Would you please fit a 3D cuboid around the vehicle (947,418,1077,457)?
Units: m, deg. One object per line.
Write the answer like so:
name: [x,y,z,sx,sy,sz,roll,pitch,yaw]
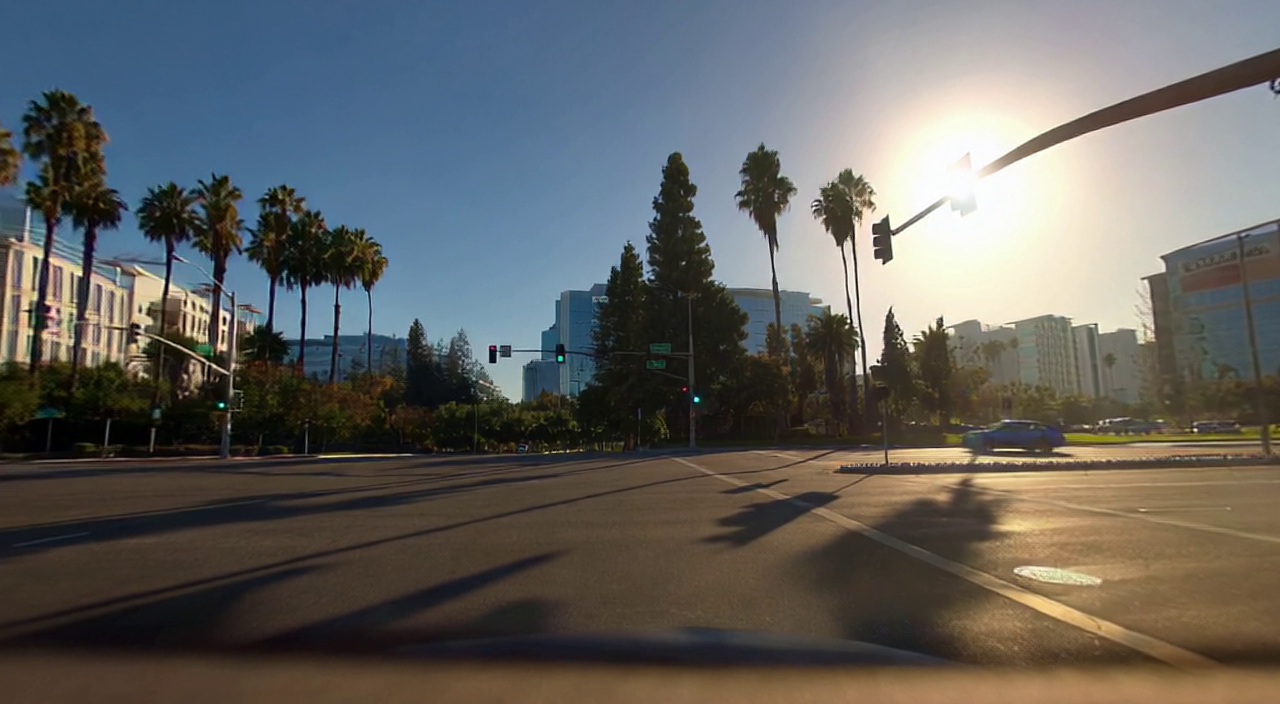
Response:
vehicle: [17.490,4.048,29.675,4.820,1.751,2.050,0,-8,-1]
